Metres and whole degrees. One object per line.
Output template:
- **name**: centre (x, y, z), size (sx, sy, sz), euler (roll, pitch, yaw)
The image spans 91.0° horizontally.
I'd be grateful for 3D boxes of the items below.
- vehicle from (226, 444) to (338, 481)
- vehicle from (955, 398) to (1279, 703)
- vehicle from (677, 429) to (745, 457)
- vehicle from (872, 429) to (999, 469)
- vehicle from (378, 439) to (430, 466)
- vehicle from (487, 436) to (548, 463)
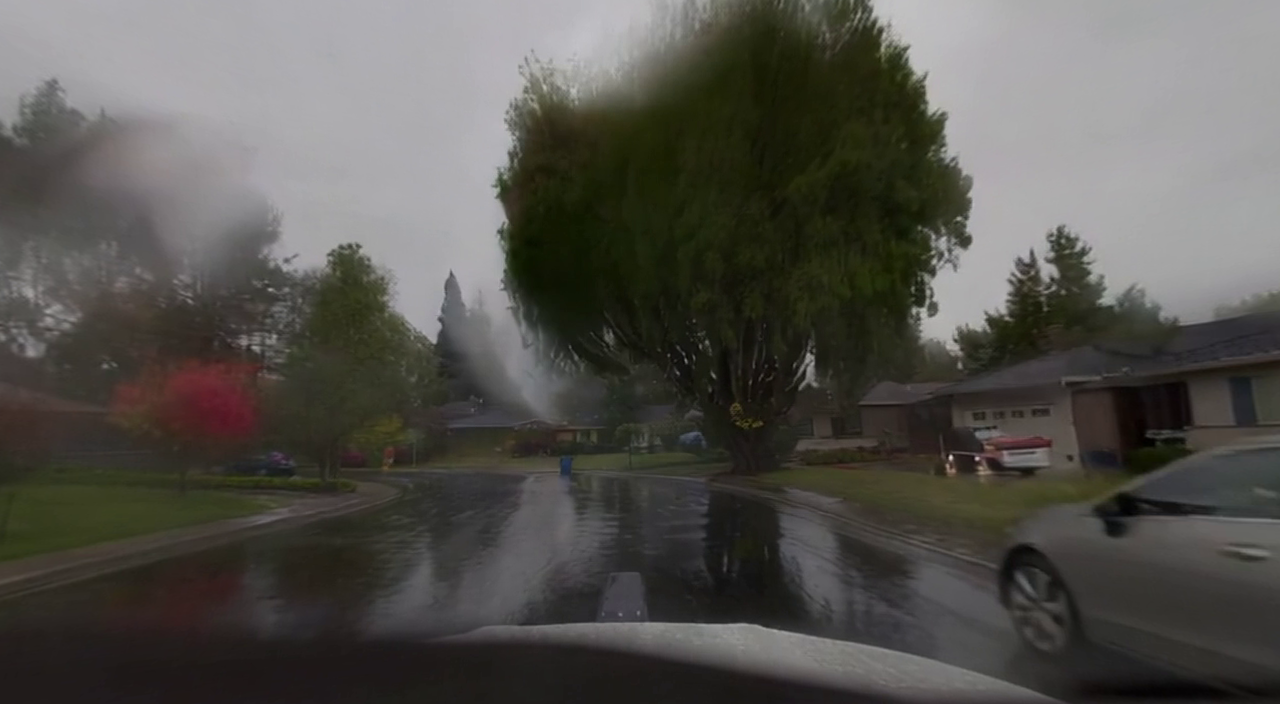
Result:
- **vehicle**: centre (-16.911, 5.201, 29.791), size (4.330, 1.657, 2.037), euler (-3, -9, 15)
- **vehicle**: centre (3.441, 0.914, 2.335), size (1.998, 1.489, 4.722), euler (0, -9, -1)
- **vehicle**: centre (4.900, 6.246, 42.899), size (2.208, 1.773, 5.065), euler (-7, -11, 39)
- **vehicle**: centre (11.374, 3.718, 24.277), size (4.252, 1.429, 1.907), euler (3, -9, -20)
- **vehicle**: centre (-17.637, 7.505, 47.272), size (1.987, 1.484, 4.477), euler (-1, -3, 4)
- **vehicle**: centre (-8.526, 6.846, 44.367), size (2.064, 1.758, 5.132), euler (-3, -9, 16)
